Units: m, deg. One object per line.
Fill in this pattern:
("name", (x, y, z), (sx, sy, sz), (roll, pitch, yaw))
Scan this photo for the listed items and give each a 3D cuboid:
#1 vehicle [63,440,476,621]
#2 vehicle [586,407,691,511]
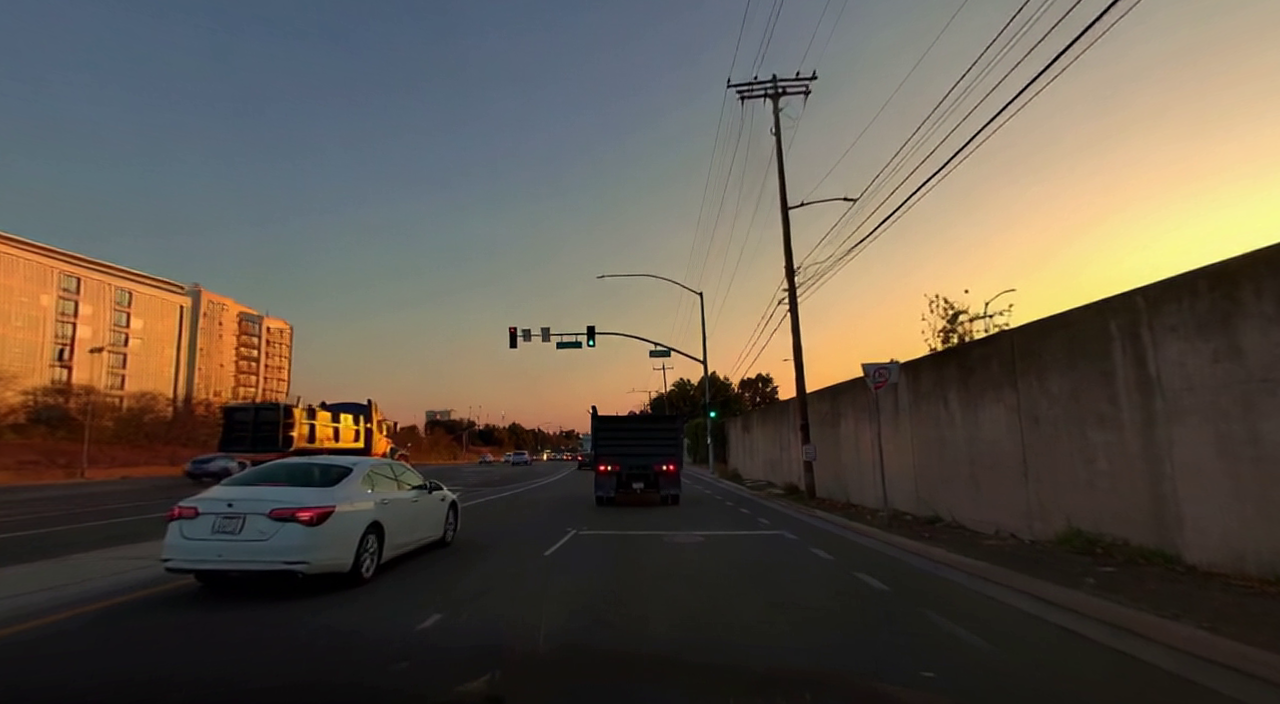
("vehicle", (-3.748, 1.863, 7.788), (2.019, 1.480, 4.966), (0, -9, 1))
("vehicle", (-0.035, 2.798, 16.878), (2.355, 2.305, 5.336), (0, -9, 0))
